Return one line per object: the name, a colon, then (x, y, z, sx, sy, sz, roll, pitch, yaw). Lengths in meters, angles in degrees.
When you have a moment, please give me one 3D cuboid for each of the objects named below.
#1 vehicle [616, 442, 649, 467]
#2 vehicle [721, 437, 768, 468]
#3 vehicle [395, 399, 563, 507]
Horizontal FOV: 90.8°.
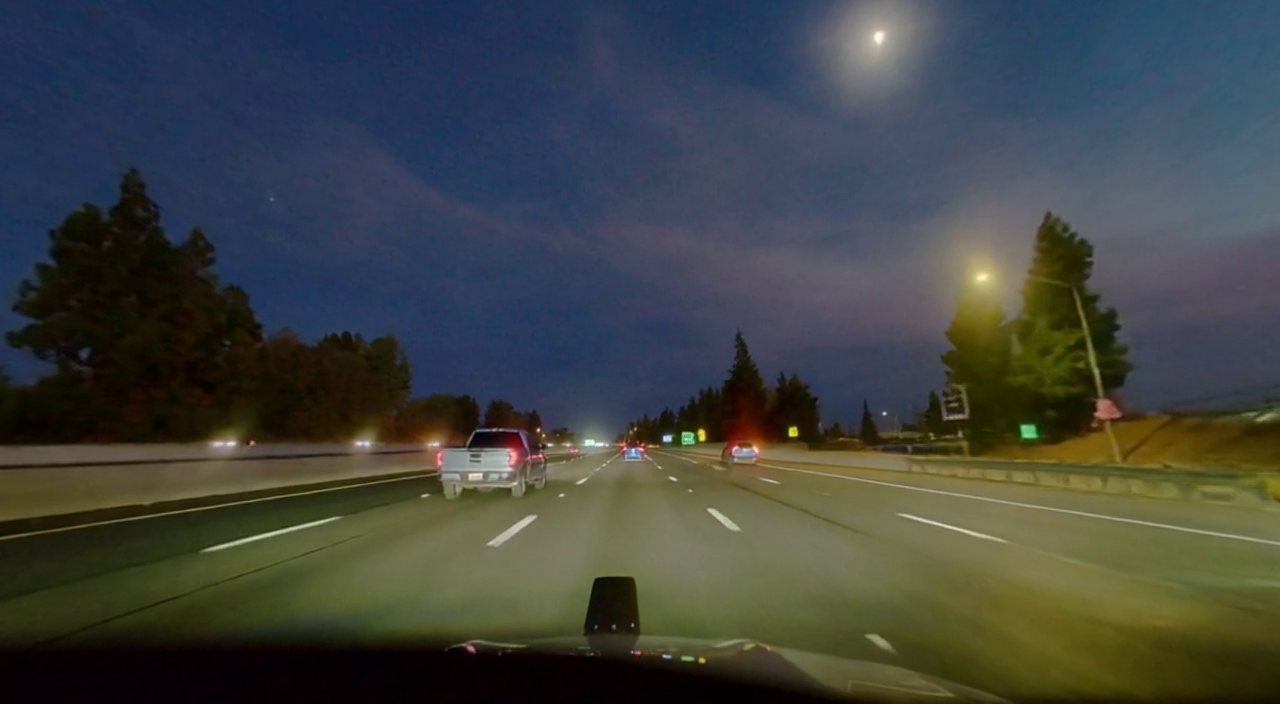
vehicle: (-0.552, 6.966, 43.105, 2.157, 1.642, 4.189, 0, -9, -2)
vehicle: (6.798, 6.611, 41.812, 2.103, 1.898, 5.310, 0, -9, -1)
vehicle: (-3.633, 2.505, 15.912, 2.592, 2.179, 6.034, 0, -9, 0)
